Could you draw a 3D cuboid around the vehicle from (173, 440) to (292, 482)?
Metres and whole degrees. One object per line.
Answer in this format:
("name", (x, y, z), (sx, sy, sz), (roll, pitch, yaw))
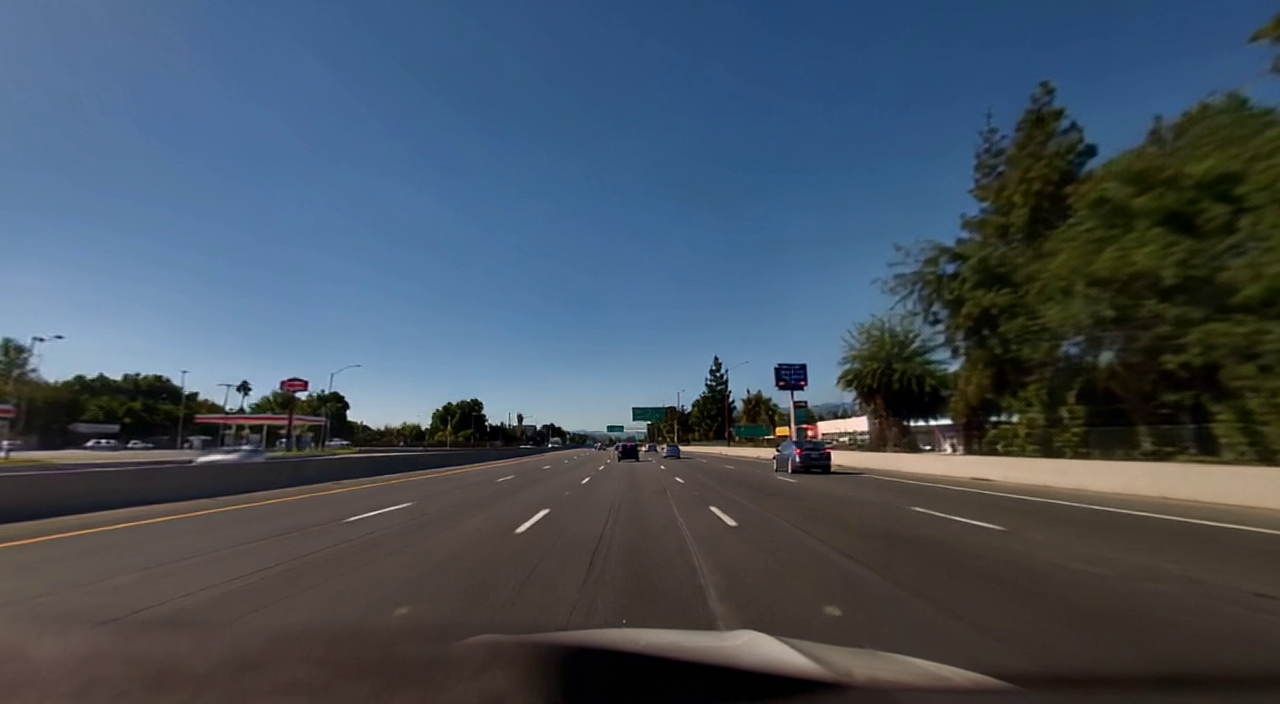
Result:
("vehicle", (-15.389, 4.107, 24.115), (1.848, 1.429, 4.039), (0, -8, 0))

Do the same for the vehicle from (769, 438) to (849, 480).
("vehicle", (6.365, 4.073, 24.258), (1.867, 1.463, 4.295), (0, -8, 0))

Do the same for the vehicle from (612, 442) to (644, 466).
("vehicle", (-0.795, 6.622, 41.099), (1.999, 1.473, 4.351), (0, -8, -2))
